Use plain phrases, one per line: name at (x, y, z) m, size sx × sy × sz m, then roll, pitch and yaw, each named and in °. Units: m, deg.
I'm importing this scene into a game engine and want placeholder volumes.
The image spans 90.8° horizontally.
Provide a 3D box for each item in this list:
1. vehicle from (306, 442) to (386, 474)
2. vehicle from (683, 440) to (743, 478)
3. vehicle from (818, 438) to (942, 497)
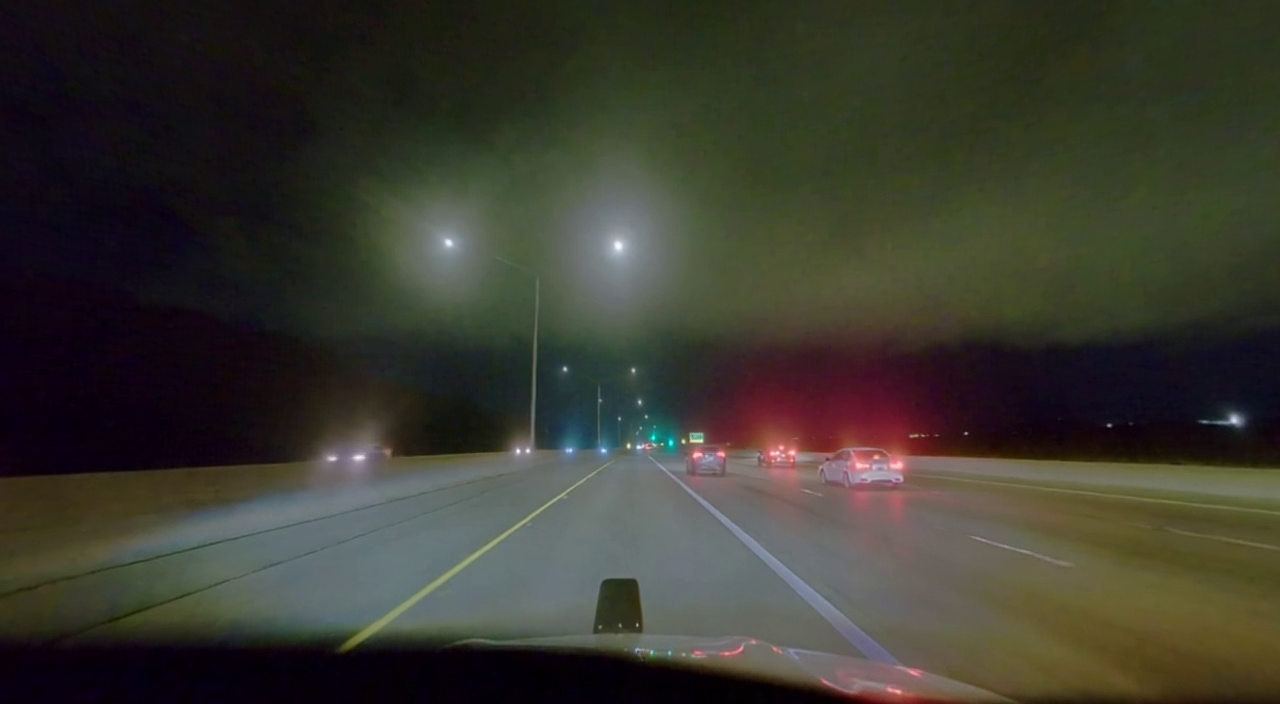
vehicle at (-14.405, 5.202, 31.284) m, size 1.796 × 1.429 × 4.540 m, roll 0°, pitch -8°, yaw 0°
vehicle at (3.207, 4.787, 28.586) m, size 2.056 × 1.553 × 4.320 m, roll 0°, pitch -9°, yaw -2°
vehicle at (6.855, 3.329, 18.589) m, size 2.038 × 1.528 × 3.910 m, roll 0°, pitch -9°, yaw -1°
